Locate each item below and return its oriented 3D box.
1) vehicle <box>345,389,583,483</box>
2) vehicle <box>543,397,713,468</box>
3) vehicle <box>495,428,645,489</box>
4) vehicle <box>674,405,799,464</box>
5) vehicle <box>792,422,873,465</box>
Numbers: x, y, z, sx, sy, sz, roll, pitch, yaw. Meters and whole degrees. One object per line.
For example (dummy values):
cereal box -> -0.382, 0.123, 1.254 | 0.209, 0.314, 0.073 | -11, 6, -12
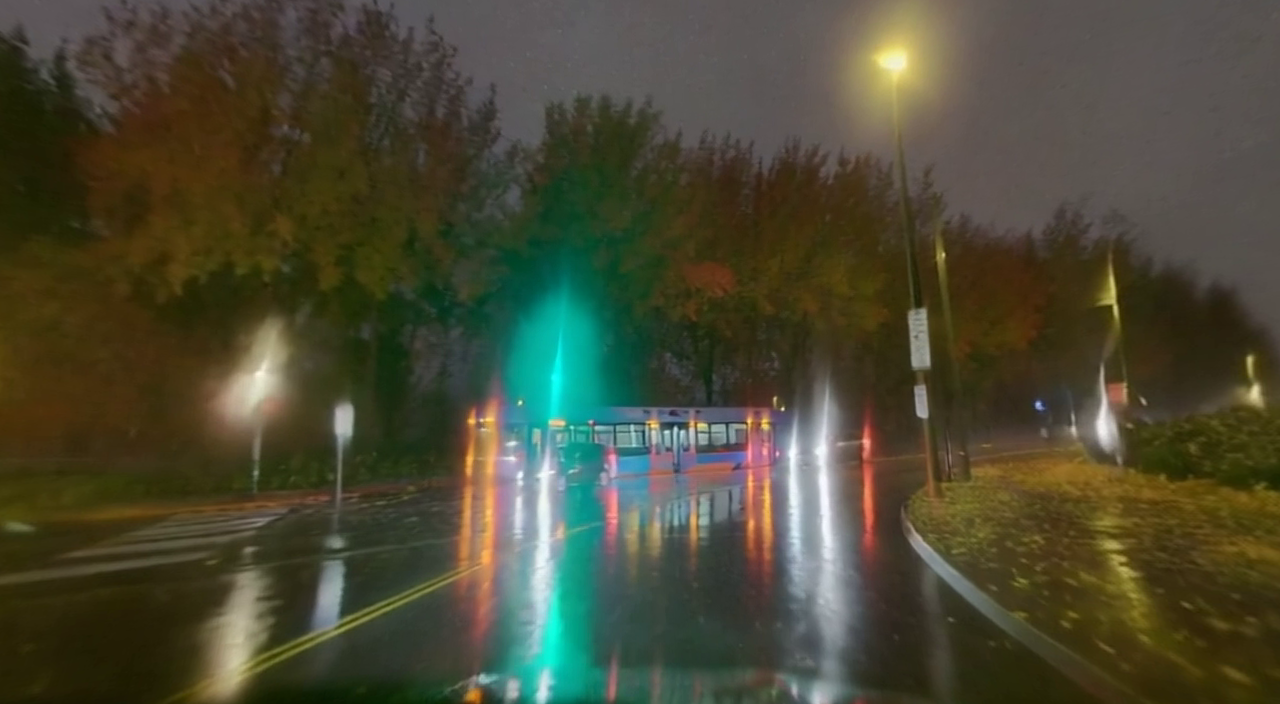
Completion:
vehicle -> -7.727, 3.982, 29.323 | 10.391, 3.725, 2.904 | 7, -12, -41
vehicle -> -0.361, 4.728, 36.097 | 10.440, 3.509, 2.903 | 8, -12, -42
vehicle -> -2.230, 3.505, 20.885 | 4.687, 1.760, 2.028 | 8, -12, -44
vehicle -> 6.858, 5.560, 42.846 | 2.878, 3.618, 10.068 | -10, -11, 44
vehicle -> 10.124, 4.816, 32.851 | 4.386, 2.070, 2.092 | 8, -12, -44
